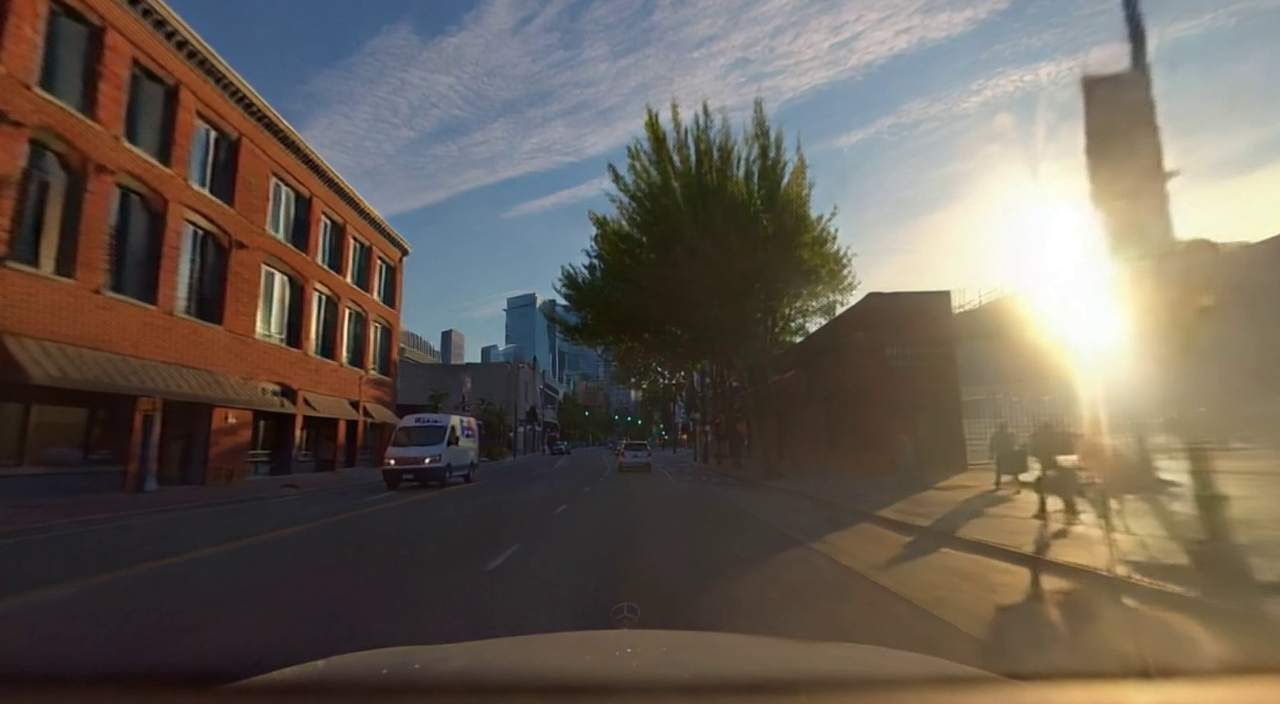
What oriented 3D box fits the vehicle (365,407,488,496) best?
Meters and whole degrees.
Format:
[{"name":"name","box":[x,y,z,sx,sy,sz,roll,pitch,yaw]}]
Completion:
[{"name":"vehicle","box":[-7.059,3.376,21.773,2.418,2.620,5.522,-1,-8,-1]}]

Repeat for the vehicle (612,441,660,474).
[{"name":"vehicle","box":[-0.266,5.527,33.349,2.356,1.572,4.810,0,-8,-2]}]
